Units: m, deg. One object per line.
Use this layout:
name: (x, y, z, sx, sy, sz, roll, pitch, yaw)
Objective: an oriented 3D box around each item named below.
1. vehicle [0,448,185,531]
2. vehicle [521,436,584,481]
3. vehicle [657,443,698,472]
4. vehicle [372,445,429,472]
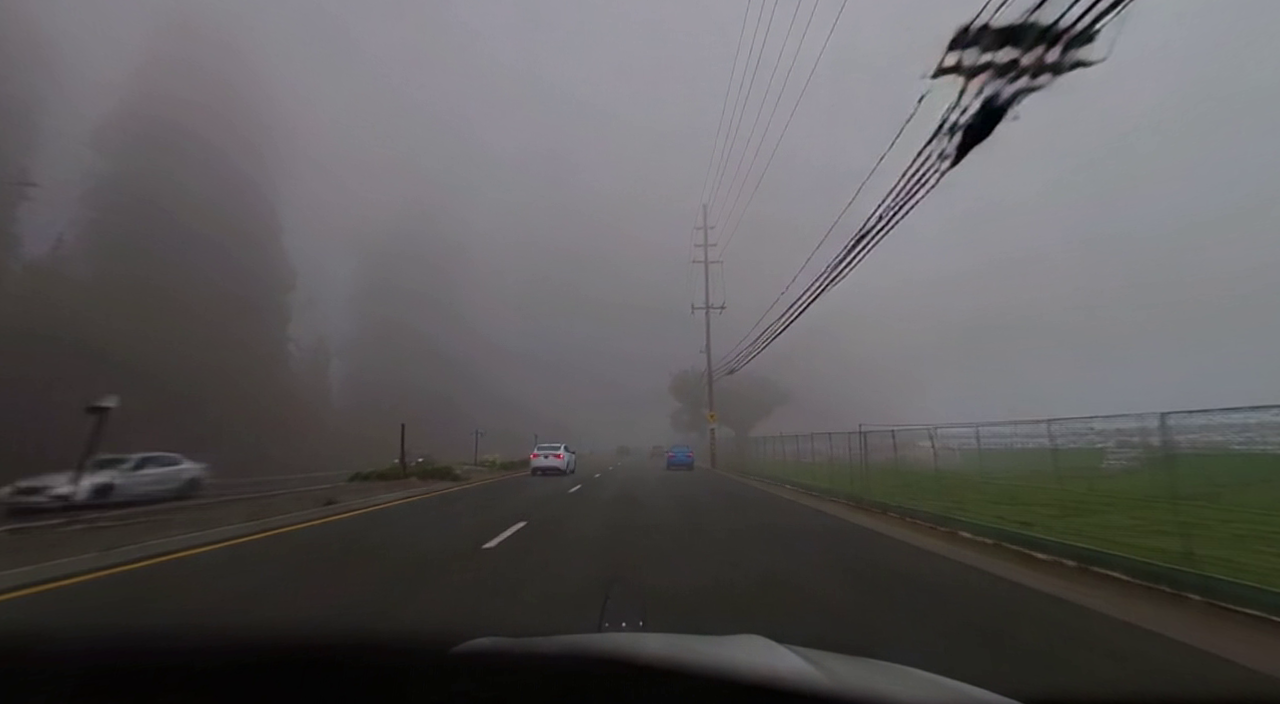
vehicle: (-13.092, 2.965, 14.202, 2.028, 1.534, 4.589, -1, -8, 2)
vehicle: (-3.569, 4.441, 26.464, 1.950, 1.692, 4.397, -1, -8, 1)
vehicle: (2.011, 5.805, 34.886, 2.059, 1.486, 3.980, 0, -8, 0)
vehicle: (-16.514, 7.344, 43.547, 2.073, 1.715, 4.524, 0, -8, 1)
